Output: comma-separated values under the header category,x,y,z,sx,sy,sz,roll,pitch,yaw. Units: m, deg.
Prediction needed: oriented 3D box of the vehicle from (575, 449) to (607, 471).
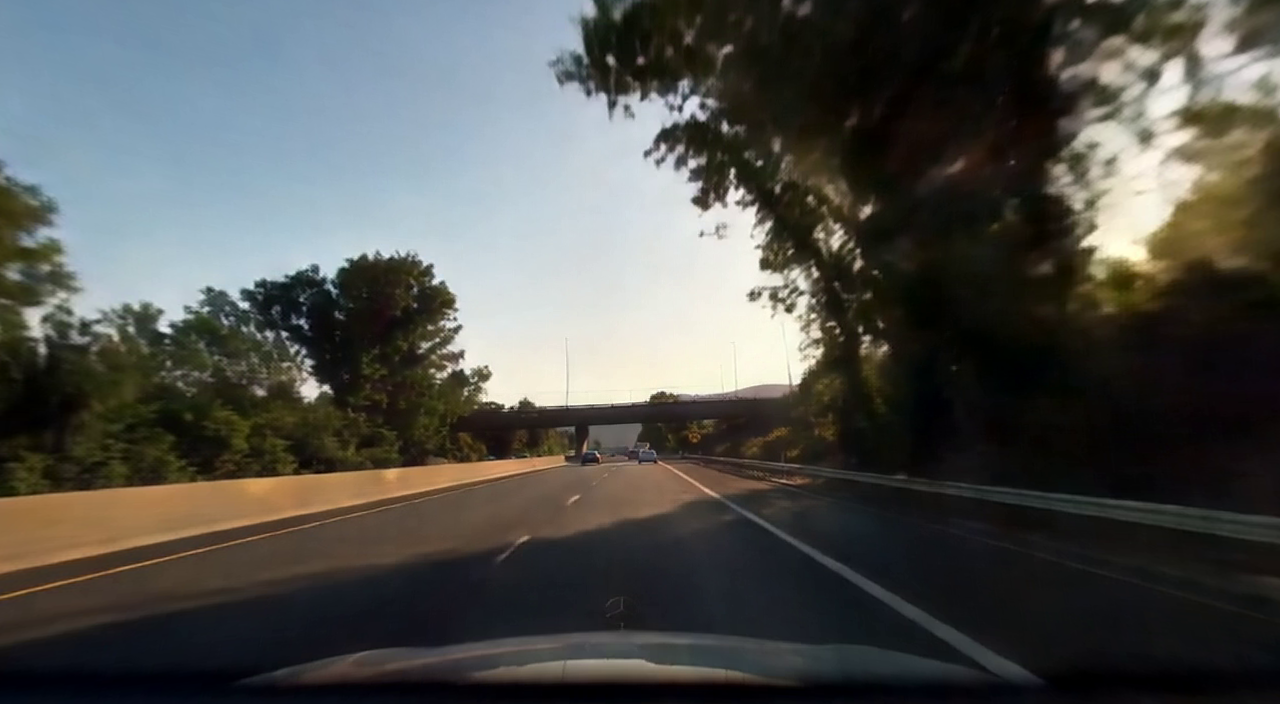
category,x,y,z,sx,sy,sz,roll,pitch,yaw
vehicle,-3.589,8.013,46.986,2.049,1.575,4.019,0,-9,0
